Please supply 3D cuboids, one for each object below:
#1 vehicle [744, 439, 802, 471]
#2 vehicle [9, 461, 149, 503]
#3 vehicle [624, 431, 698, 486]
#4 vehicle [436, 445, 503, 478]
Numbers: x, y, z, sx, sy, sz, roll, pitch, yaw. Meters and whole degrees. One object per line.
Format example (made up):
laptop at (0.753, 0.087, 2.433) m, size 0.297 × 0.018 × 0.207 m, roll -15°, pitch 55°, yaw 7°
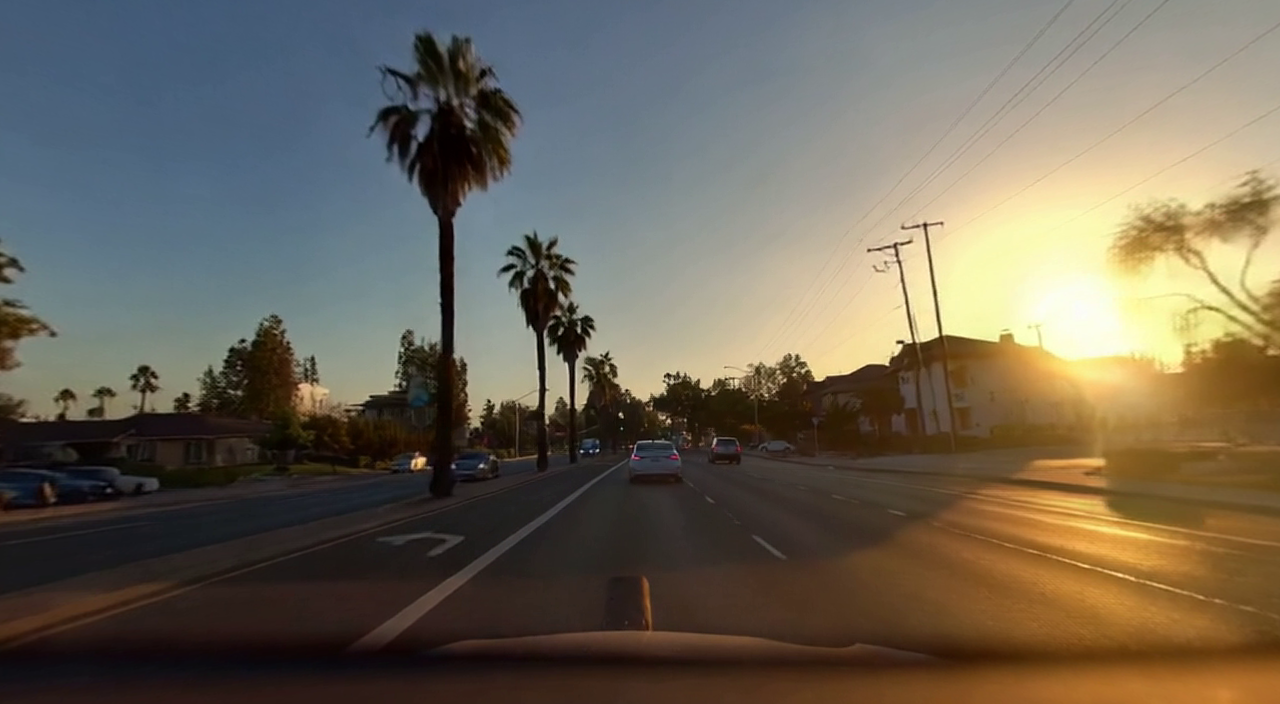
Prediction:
vehicle at (6.595, 5.162, 31.746) m, size 1.897 × 1.477 × 4.360 m, roll 0°, pitch -8°, yaw 0°
vehicle at (-23.492, 5.421, 26.668) m, size 1.834 × 1.499 × 4.346 m, roll 0°, pitch -8°, yaw 1°
vehicle at (0.609, 3.601, 21.637) m, size 2.289 × 1.679 × 4.180 m, roll 0°, pitch -8°, yaw -1°
vehicle at (-8.288, 5.358, 31.118) m, size 1.951 × 1.499 × 4.710 m, roll 0°, pitch -8°, yaw 1°
